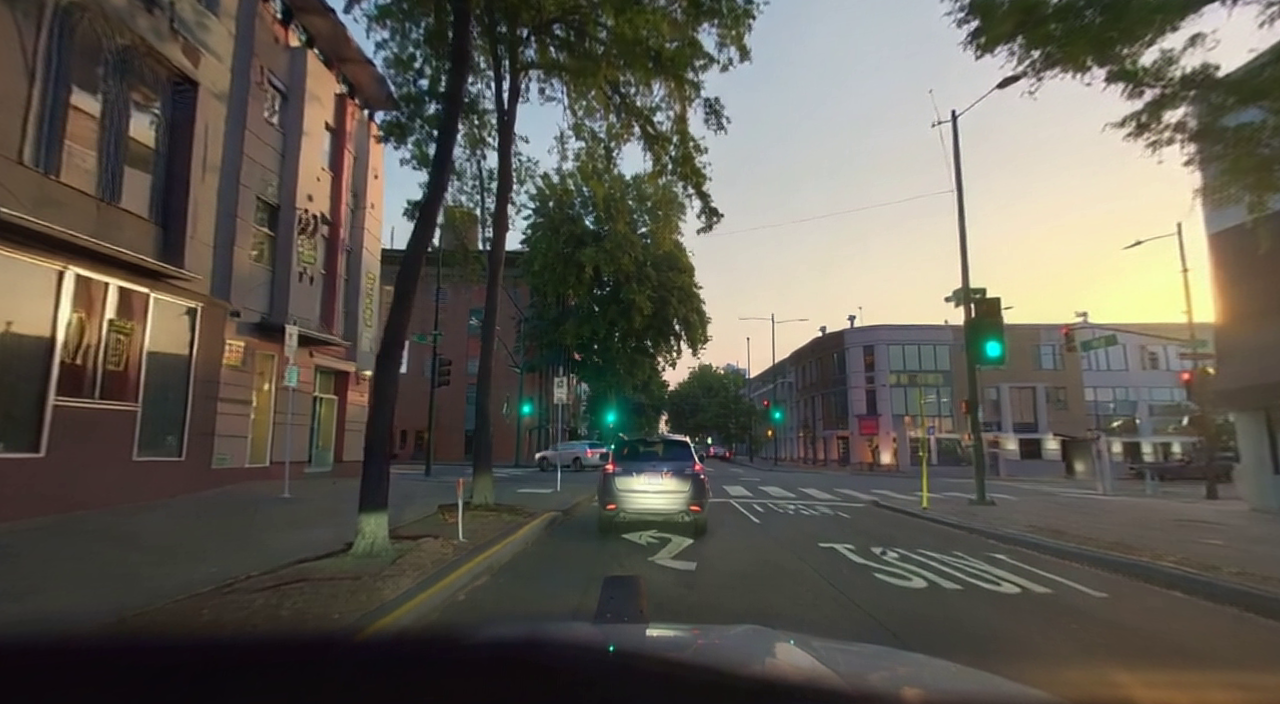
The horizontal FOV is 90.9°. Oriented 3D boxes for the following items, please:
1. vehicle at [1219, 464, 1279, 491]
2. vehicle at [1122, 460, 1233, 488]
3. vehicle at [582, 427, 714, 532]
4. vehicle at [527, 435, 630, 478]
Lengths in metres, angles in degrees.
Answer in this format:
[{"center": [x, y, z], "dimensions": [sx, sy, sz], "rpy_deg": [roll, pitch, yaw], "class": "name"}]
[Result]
[{"center": [36.253, 7.157, 35.920], "dimensions": [4.457, 1.409, 1.873], "rpy_deg": [-1, -9, 2], "class": "vehicle"}, {"center": [30.490, 6.911, 35.854], "dimensions": [4.668, 1.441, 1.904], "rpy_deg": [0, -9, -4], "class": "vehicle"}, {"center": [0.208, 2.306, 11.919], "dimensions": [2.079, 1.621, 3.861], "rpy_deg": [-1, -8, 3], "class": "vehicle"}, {"center": [-2.506, 4.094, 24.955], "dimensions": [2.077, 1.519, 4.282], "rpy_deg": [6, -11, -37], "class": "vehicle"}]
